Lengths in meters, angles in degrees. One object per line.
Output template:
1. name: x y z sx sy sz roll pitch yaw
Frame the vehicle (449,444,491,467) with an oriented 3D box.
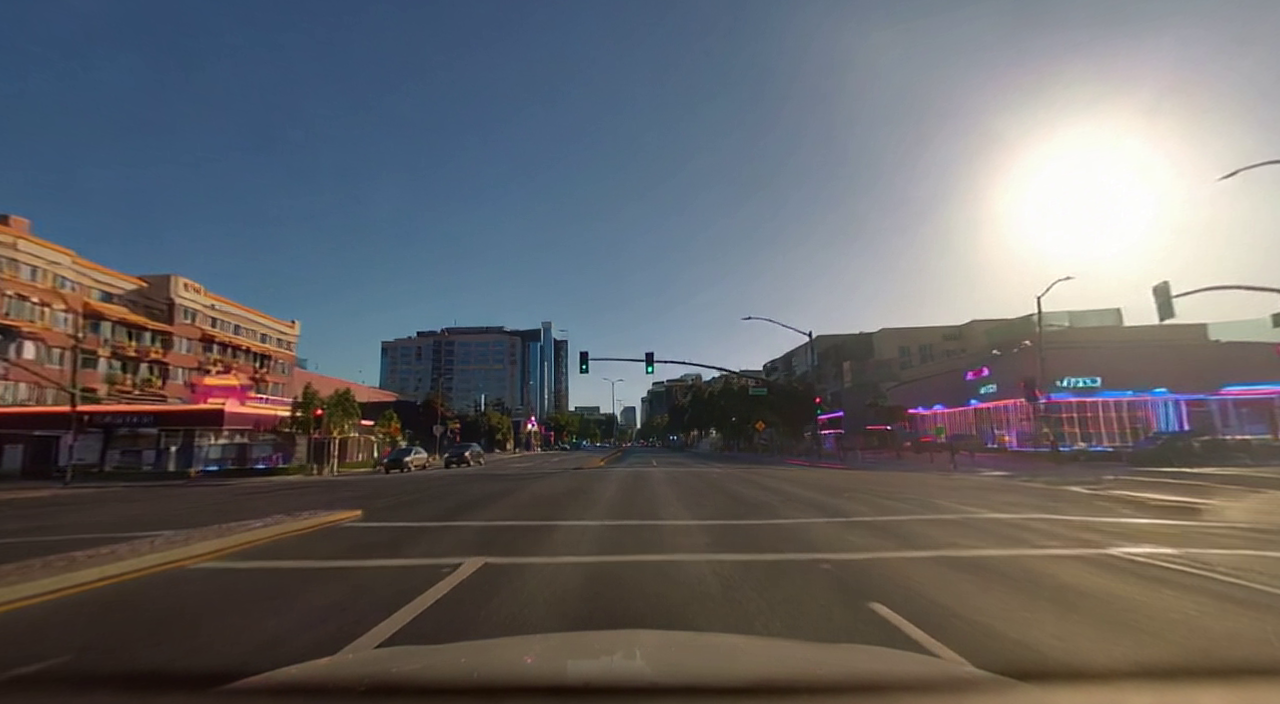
1. vehicle: -12.913 7.908 48.268 1.892 1.639 4.311 0 -9 1

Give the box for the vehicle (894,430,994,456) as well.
1. vehicle: 20.974 6.320 43.742 5.587 1.689 2.605 0 -9 -3

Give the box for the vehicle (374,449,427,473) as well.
1. vehicle: -16.511 7.503 43.787 1.924 1.557 4.357 0 -9 1
